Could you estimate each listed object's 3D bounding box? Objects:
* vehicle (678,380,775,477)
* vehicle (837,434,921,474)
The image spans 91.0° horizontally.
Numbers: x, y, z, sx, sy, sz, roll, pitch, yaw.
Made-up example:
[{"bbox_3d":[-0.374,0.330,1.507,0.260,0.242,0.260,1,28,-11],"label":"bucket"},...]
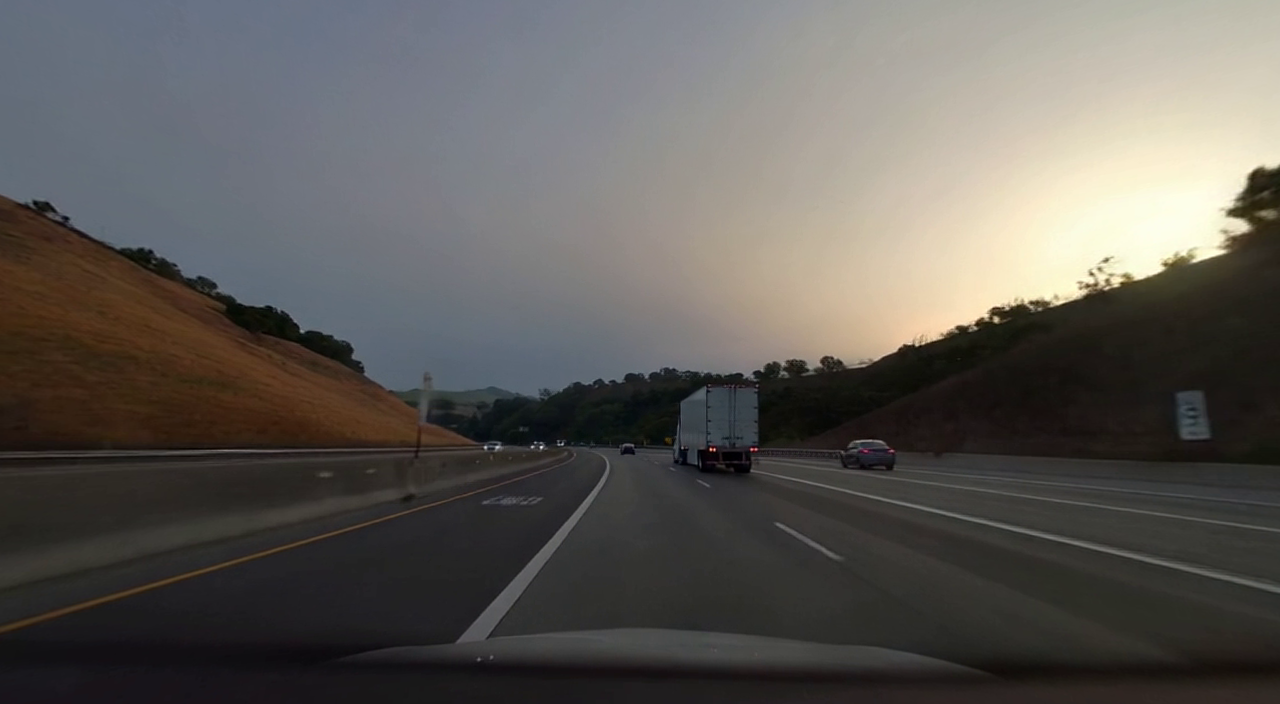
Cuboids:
[{"bbox_3d":[3.870,3.917,31.162,3.049,3.968,10.706,0,-9,-1],"label":"vehicle"},{"bbox_3d":[11.307,4.869,30.214,2.046,1.741,4.769,0,-9,-1],"label":"vehicle"}]
